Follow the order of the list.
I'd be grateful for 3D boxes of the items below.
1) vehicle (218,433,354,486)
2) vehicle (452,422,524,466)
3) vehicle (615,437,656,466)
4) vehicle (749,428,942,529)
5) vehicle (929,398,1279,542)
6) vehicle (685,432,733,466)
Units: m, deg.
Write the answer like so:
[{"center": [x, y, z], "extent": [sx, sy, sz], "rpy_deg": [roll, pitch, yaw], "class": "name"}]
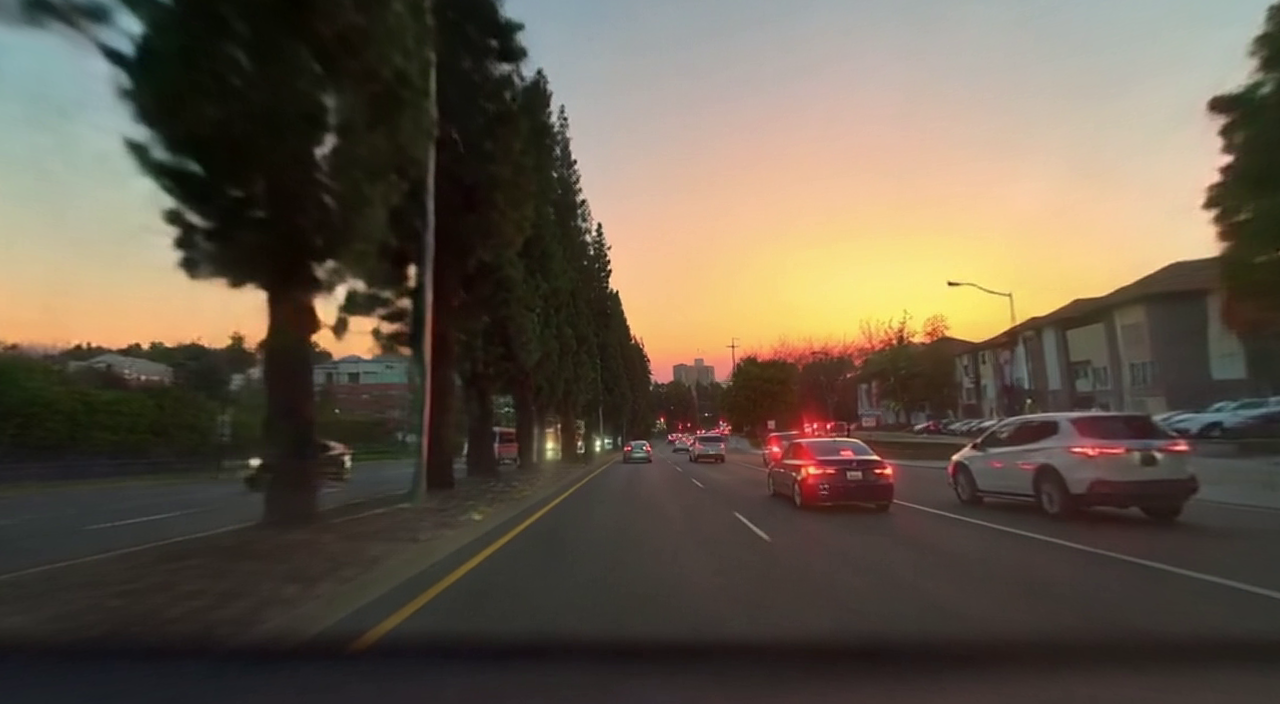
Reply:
[{"center": [-11.604, 3.546, 20.986], "extent": [1.952, 1.576, 4.409], "rpy_deg": [0, -9, 0], "class": "vehicle"}, {"center": [-8.102, 5.016, 34.163], "extent": [2.396, 2.216, 5.698], "rpy_deg": [0, -9, 1], "class": "vehicle"}, {"center": [-0.234, 5.453, 34.480], "extent": [2.111, 1.506, 4.018], "rpy_deg": [0, -9, 0], "class": "vehicle"}, {"center": [3.474, 2.239, 11.726], "extent": [2.010, 1.490, 4.639], "rpy_deg": [0, -9, 0], "class": "vehicle"}, {"center": [7.222, 1.892, 10.639], "extent": [2.188, 1.840, 5.050], "rpy_deg": [0, -9, 0], "class": "vehicle"}, {"center": [3.767, 5.397, 34.950], "extent": [2.130, 1.718, 4.310], "rpy_deg": [0, -9, -1], "class": "vehicle"}]
